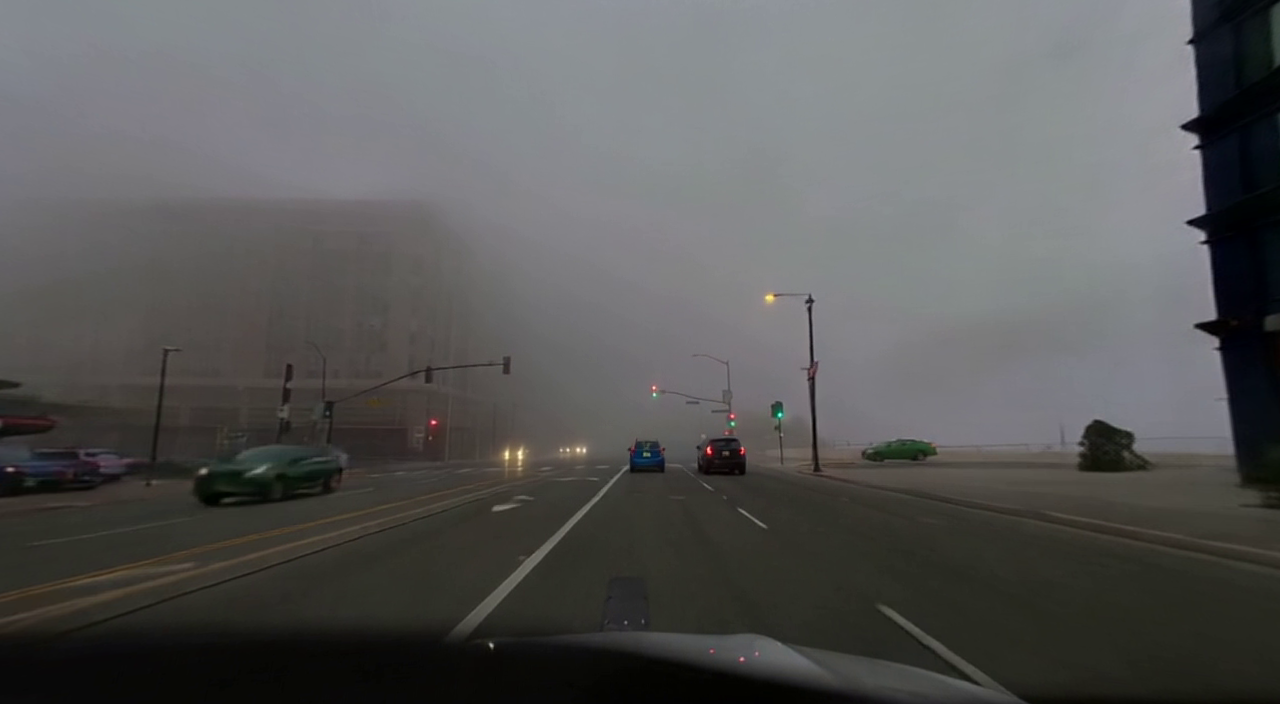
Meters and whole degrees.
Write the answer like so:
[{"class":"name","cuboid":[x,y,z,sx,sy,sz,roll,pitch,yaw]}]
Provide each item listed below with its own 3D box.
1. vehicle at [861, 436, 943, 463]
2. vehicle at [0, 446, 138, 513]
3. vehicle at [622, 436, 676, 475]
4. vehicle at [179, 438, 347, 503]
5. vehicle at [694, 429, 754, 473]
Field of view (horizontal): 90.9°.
[{"class":"vehicle","cuboid":[17.497,6.540,42.279,4.556,1.693,2.030,1,-9,-1]},{"class":"vehicle","cuboid":[-20.188,4.149,20.826,5.223,2.060,2.247,0,-9,1]},{"class":"vehicle","cuboid":[0.383,4.622,28.301,2.245,1.587,4.094,0,-9,0]},{"class":"vehicle","cuboid":[-10.878,3.437,18.687,2.232,1.669,4.354,0,-9,1]},{"class":"vehicle","cuboid":[3.924,4.773,30.483,2.159,1.938,4.836,0,-9,-1]}]
